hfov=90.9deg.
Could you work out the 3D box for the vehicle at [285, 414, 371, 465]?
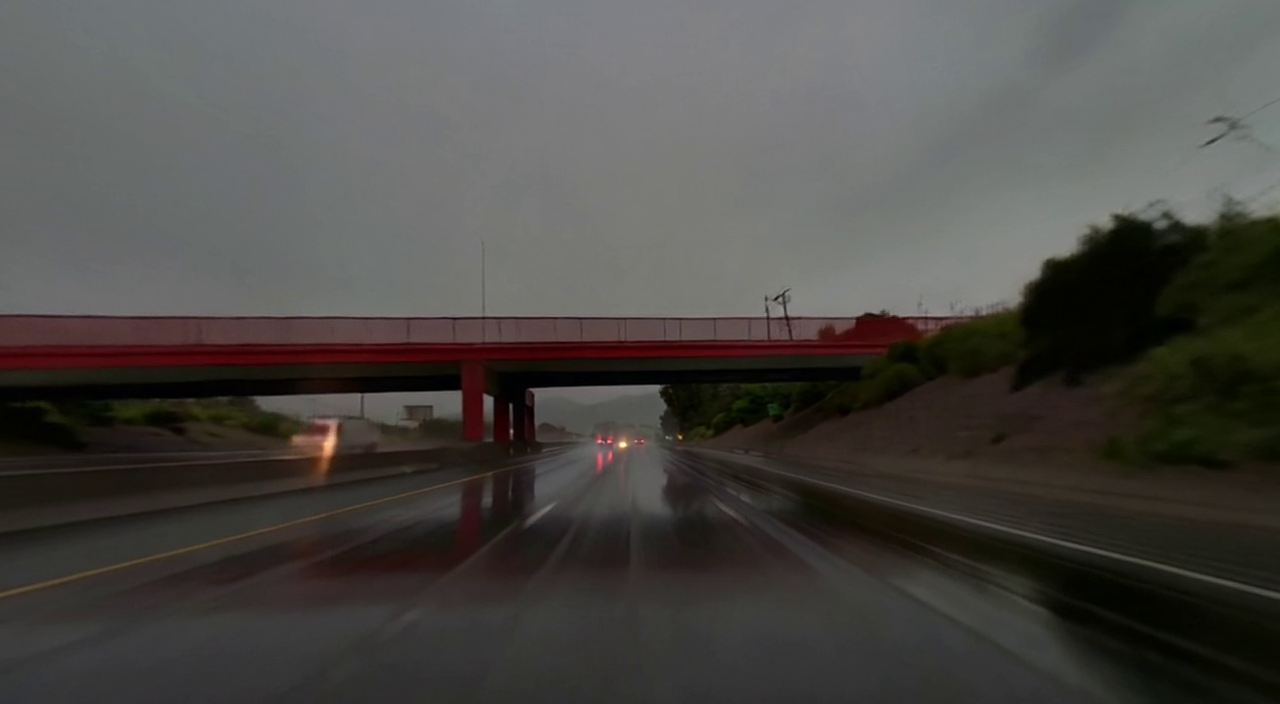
[{"bbox_3d":[-19.269,5.458,39.388,2.295,2.956,5.852,0,-8,0],"label":"vehicle"}]
